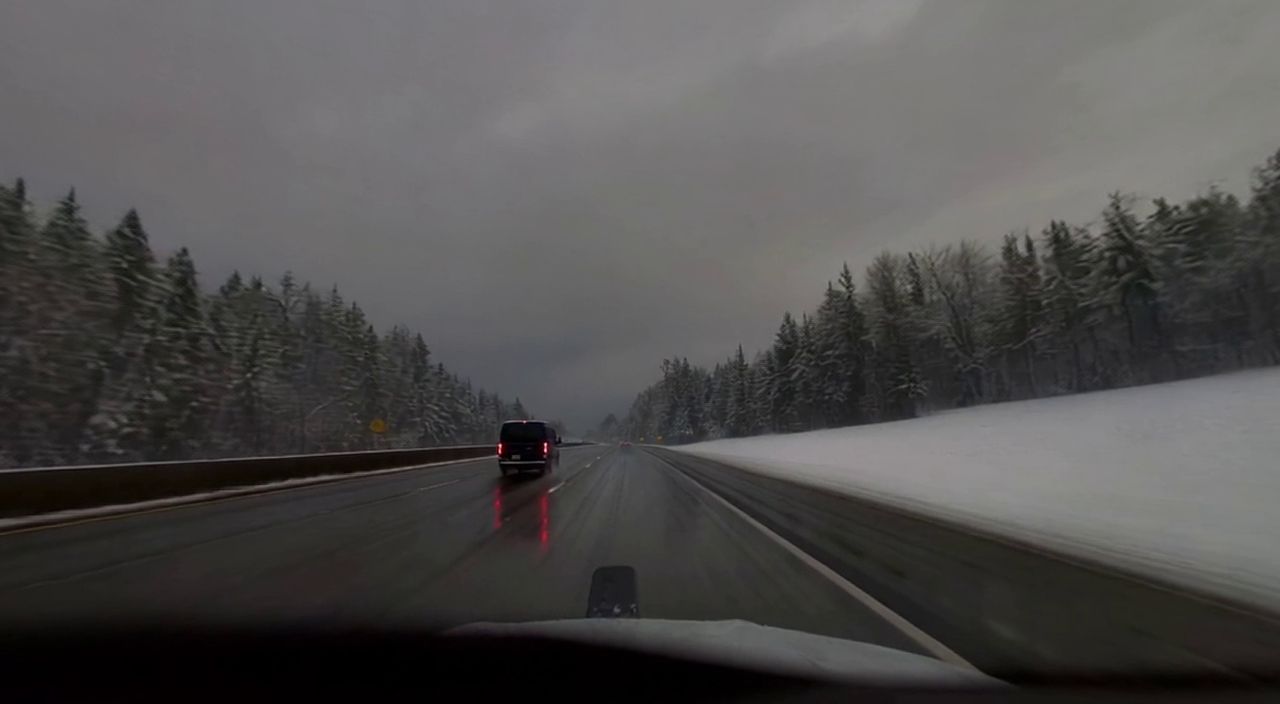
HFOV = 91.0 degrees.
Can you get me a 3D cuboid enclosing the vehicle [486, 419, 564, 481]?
[{"bbox_3d":[-4.077,3.576,23.168,1.976,2.029,4.737,-1,-8,0],"label":"vehicle"}]
